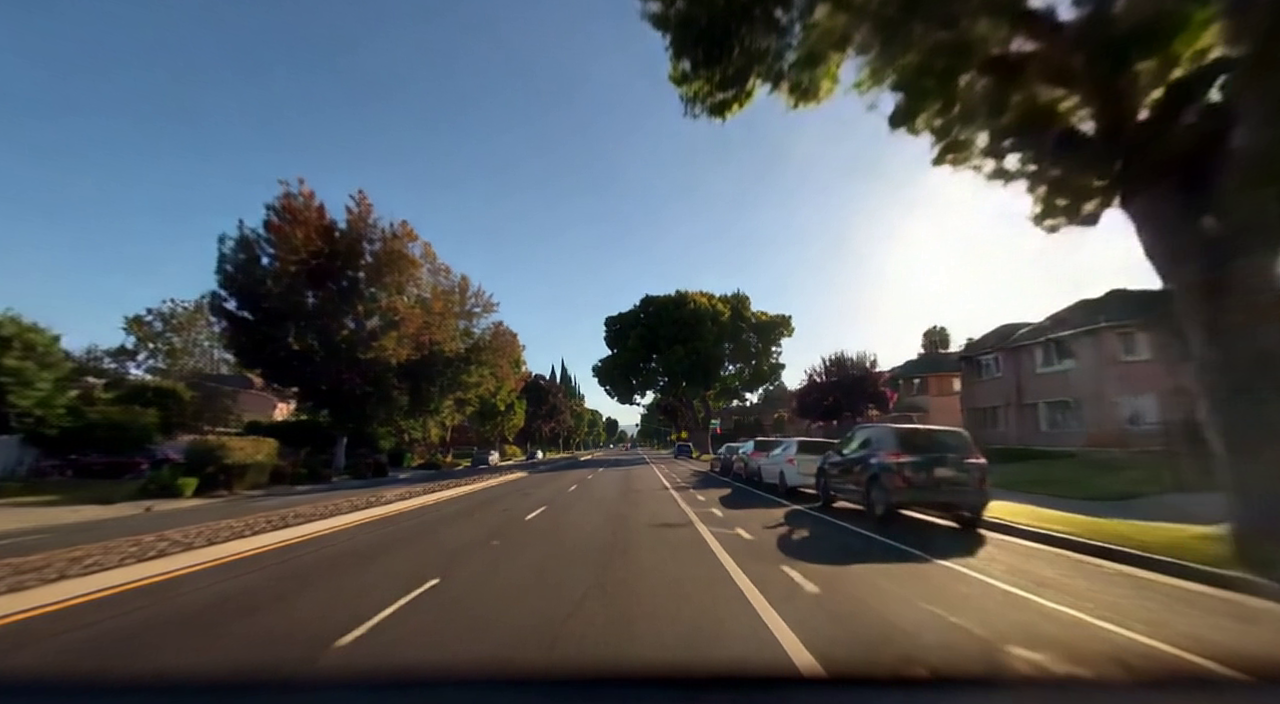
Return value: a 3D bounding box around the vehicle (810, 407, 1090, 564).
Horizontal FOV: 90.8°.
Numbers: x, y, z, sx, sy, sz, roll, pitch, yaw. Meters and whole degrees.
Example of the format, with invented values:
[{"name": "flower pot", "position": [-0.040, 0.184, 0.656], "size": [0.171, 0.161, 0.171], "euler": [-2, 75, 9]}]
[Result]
[{"name": "vehicle", "position": [4.470, 1.991, 10.381], "size": [2.074, 1.838, 5.402], "euler": [1, -8, 3]}]
